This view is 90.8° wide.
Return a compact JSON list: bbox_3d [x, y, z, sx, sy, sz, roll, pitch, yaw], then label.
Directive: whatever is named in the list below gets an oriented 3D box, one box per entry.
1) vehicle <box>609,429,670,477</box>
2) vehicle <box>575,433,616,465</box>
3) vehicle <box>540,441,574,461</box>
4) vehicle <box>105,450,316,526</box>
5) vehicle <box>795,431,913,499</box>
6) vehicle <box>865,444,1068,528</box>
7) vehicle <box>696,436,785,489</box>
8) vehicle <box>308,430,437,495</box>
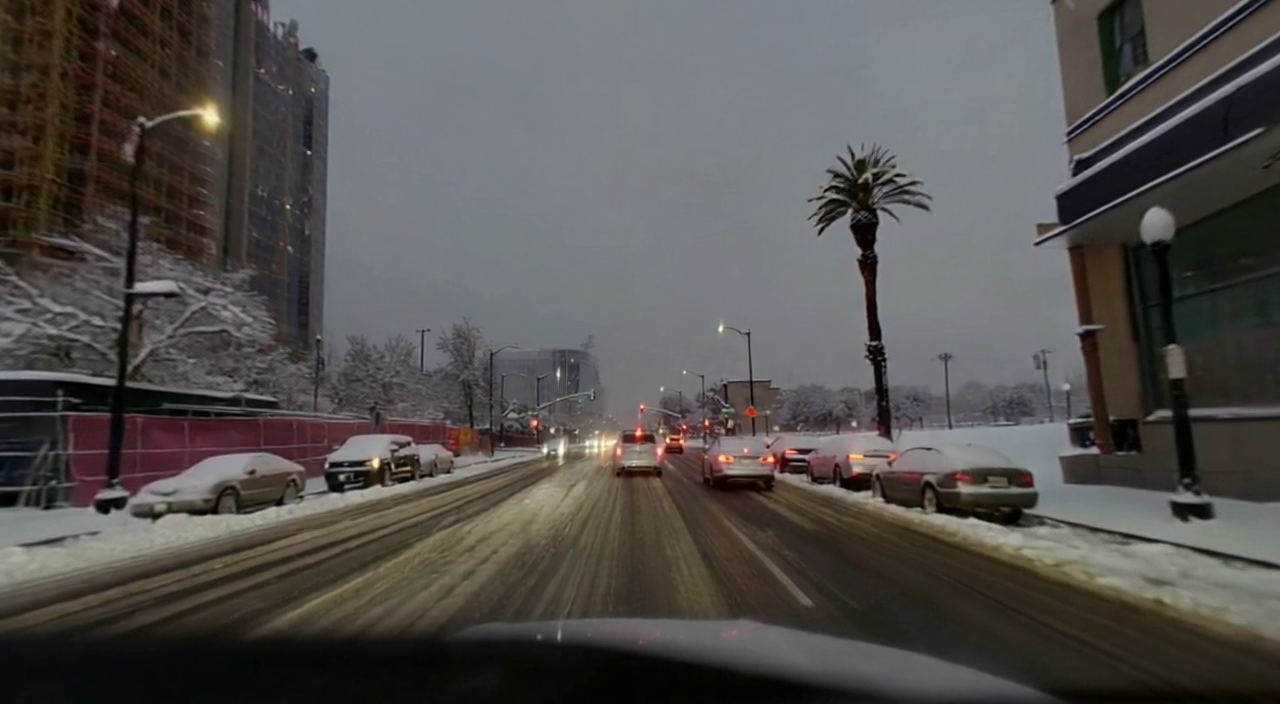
[{"bbox_3d":[-0.030,4.130,26.057,2.264,1.798,4.258,0,-8,0],"label":"vehicle"},{"bbox_3d":[-2.687,5.989,39.105,2.180,1.879,4.452,0,-8,1],"label":"vehicle"},{"bbox_3d":[-6.530,7.805,49.982,2.020,1.486,4.363,0,-8,1],"label":"vehicle"},{"bbox_3d":[-9.942,3.142,15.225,1.804,1.478,4.734,0,-8,-1],"label":"vehicle"},{"bbox_3d":[6.290,3.349,19.182,1.886,1.792,4.525,0,-8,-1],"label":"vehicle"},{"bbox_3d":[6.439,2.646,13.145,1.819,1.435,4.337,0,-8,-1],"label":"vehicle"},{"bbox_3d":[3.025,3.425,19.893,1.999,1.487,3.939,0,-8,-2],"label":"vehicle"},{"bbox_3d":[-10.045,4.260,24.397,2.294,1.948,6.025,-6,-10,0],"label":"vehicle"}]
